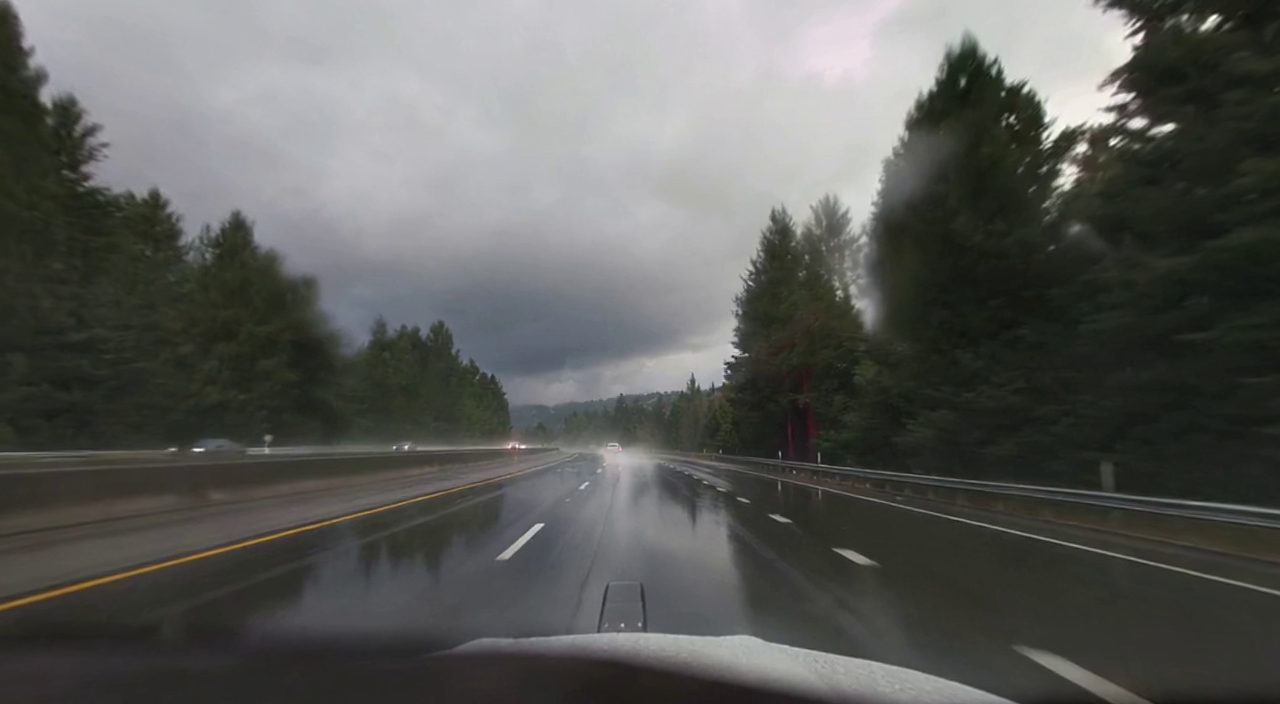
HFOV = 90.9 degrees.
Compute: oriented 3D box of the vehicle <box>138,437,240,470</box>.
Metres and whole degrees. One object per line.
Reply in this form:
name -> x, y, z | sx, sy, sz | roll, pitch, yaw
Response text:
vehicle -> -21.879, 4.931, 30.778 | 1.861, 1.491, 4.260 | 0, -9, -1
